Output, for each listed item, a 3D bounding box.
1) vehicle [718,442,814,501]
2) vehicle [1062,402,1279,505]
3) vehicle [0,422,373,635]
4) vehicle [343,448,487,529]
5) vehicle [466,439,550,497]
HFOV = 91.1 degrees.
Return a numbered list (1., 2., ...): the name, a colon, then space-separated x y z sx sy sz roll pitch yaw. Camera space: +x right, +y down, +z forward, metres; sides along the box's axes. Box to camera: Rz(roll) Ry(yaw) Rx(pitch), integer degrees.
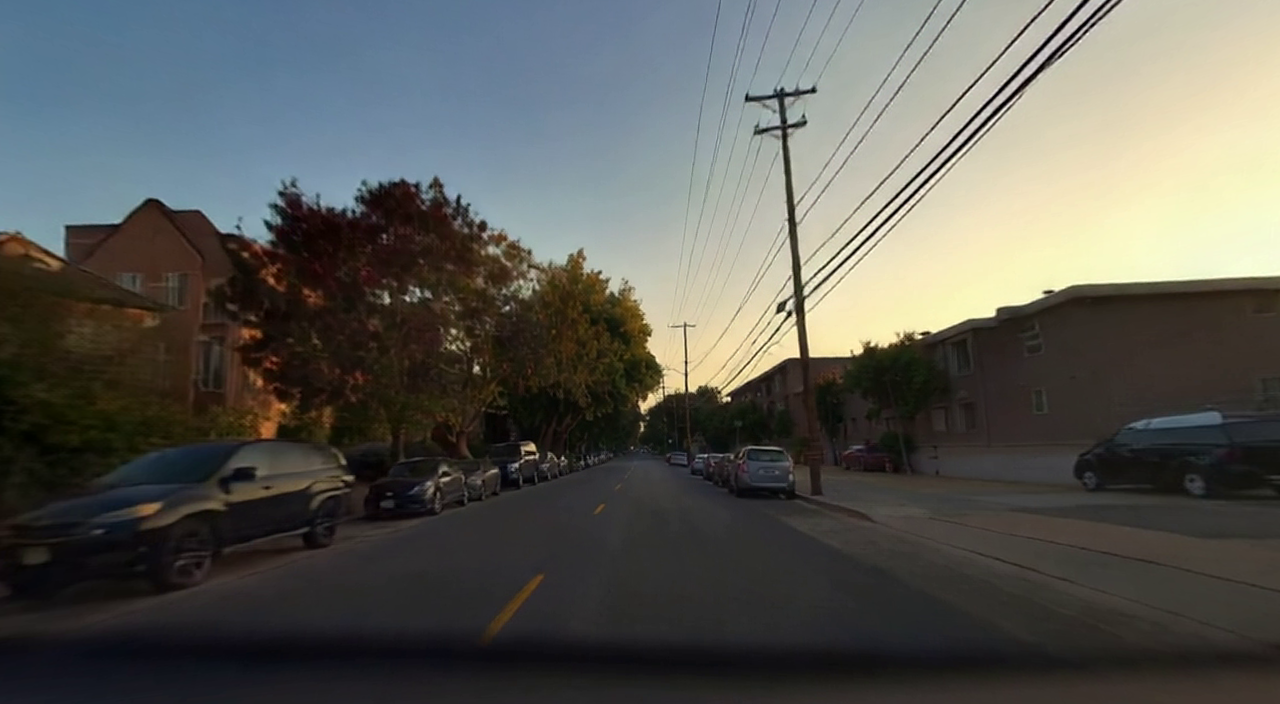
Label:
1. vehicle: 4.064 3.929 21.077 2.328 1.730 4.225 0 -9 0
2. vehicle: 13.980 2.509 15.639 2.229 2.040 6.832 0 -9 1
3. vehicle: -6.164 2.143 9.000 2.063 1.936 5.919 -4 -8 0
4. vehicle: -6.070 3.663 17.644 2.247 1.698 4.944 -4 -8 0
5. vehicle: -5.932 5.234 29.046 2.376 2.219 6.021 -3 -7 2
